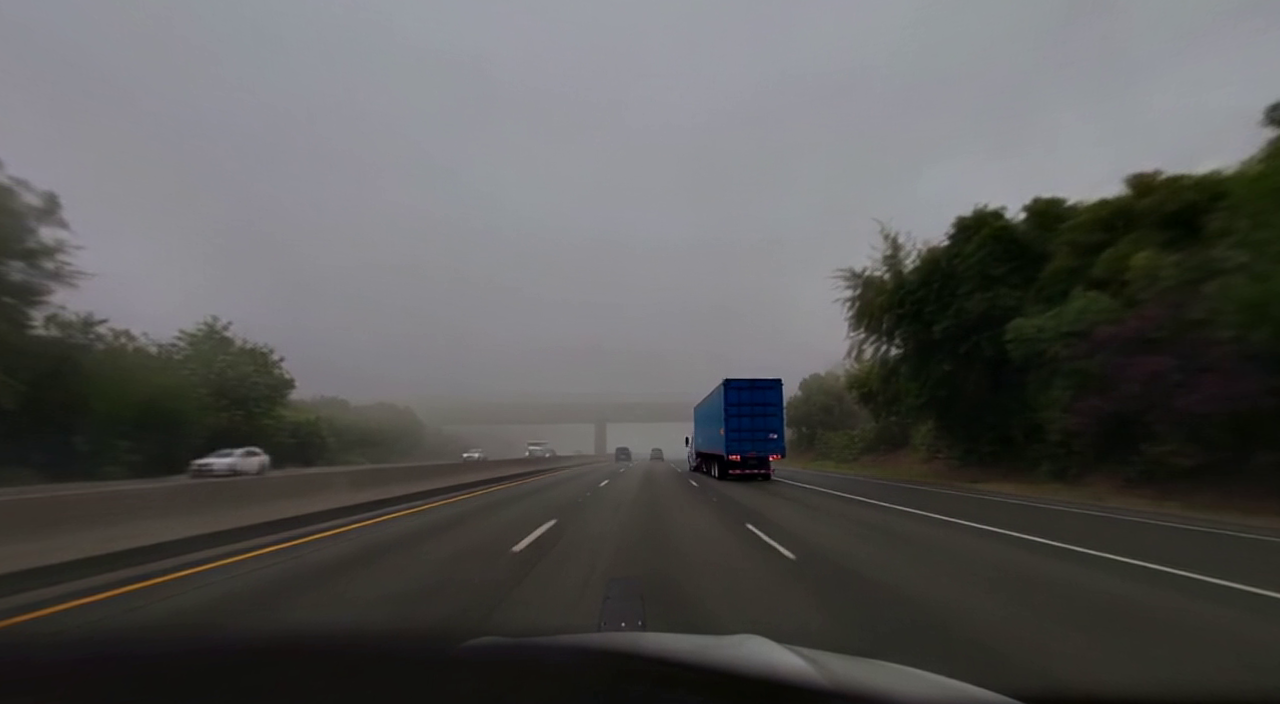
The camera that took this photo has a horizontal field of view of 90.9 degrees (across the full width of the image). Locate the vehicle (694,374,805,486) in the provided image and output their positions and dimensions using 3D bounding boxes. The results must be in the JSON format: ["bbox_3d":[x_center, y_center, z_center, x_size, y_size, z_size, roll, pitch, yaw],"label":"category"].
[{"bbox_3d":[4.565,3.897,29.947,2.825,4.054,14.210,0,-9,0],"label":"vehicle"}]

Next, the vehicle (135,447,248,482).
[{"bbox_3d":[-20.678,5.186,29.343,1.850,1.504,4.549,0,-9,1],"label":"vehicle"}]
